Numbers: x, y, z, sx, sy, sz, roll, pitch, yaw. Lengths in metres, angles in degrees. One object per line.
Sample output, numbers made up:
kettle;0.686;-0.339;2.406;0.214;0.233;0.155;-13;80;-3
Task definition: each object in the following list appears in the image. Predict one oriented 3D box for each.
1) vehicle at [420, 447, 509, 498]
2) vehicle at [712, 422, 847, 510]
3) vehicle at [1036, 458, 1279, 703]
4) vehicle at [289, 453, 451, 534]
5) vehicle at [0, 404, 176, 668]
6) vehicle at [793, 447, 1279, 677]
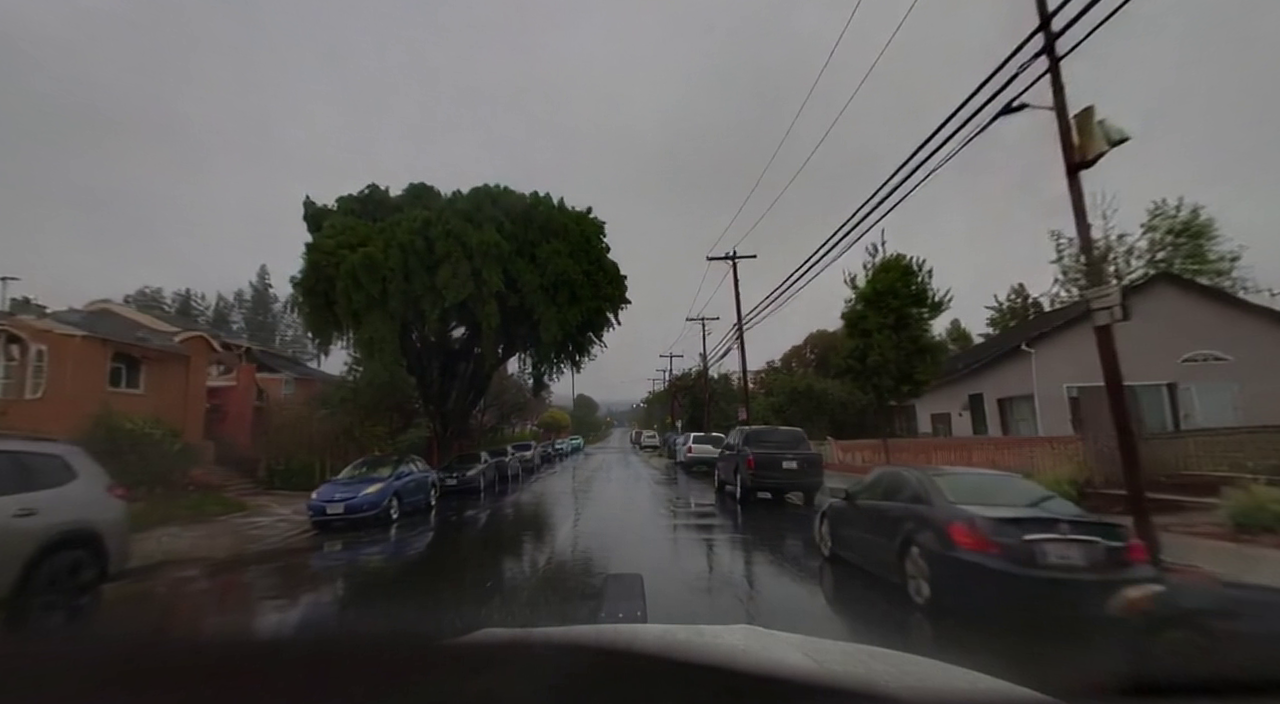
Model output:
vehicle;-6.390;4.440;23.584;1.924;1.525;4.688;-5;-9;0
vehicle;3.290;2.845;16.214;2.107;1.866;5.199;0;-9;-2
vehicle;3.295;0.847;0.960;2.126;1.448;4.853;0;-11;-2
vehicle;-6.394;3.346;15.747;2.002;1.585;5.080;0;-8;-2
vehicle;-5.893;1.372;4.113;2.096;1.966;4.944;-4;-7;-1
vehicle;3.200;1.695;6.440;2.021;1.417;4.716;0;-8;-1
